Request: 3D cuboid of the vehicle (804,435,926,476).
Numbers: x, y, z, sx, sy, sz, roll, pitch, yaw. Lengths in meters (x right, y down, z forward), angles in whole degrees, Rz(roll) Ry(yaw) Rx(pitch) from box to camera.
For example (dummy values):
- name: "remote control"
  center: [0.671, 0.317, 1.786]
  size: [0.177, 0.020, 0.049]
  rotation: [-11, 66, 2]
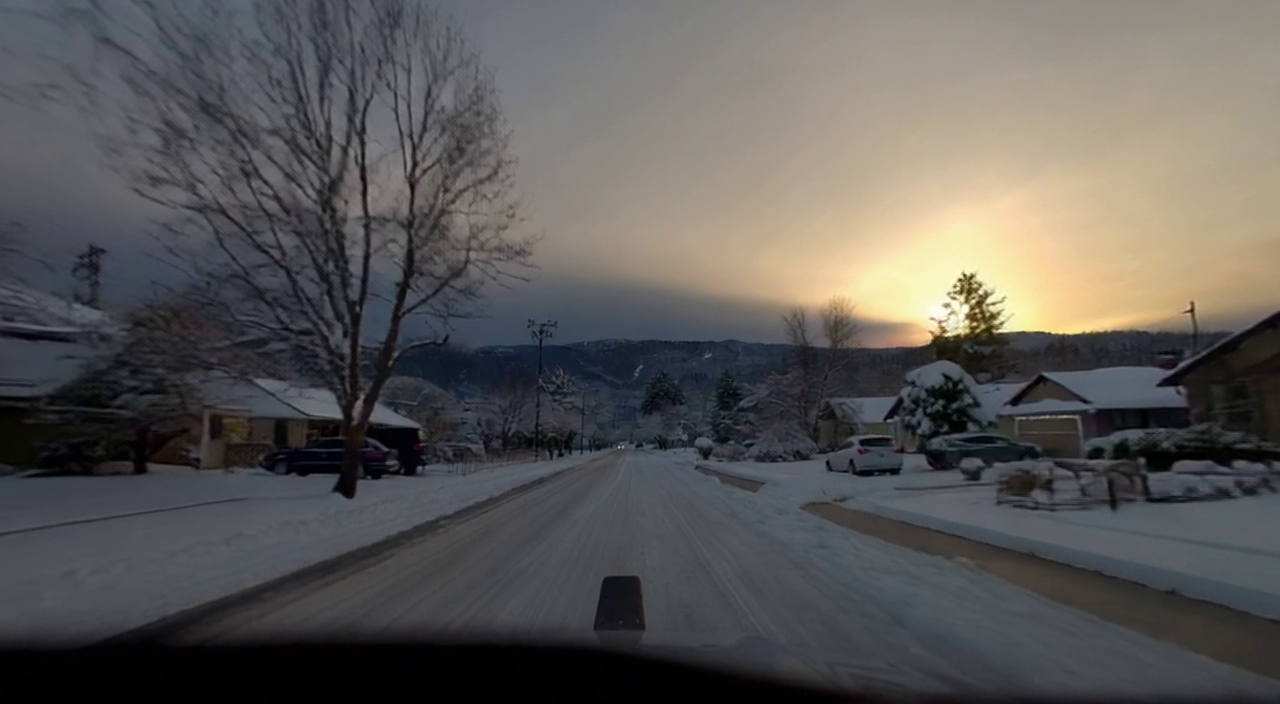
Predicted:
- name: "vehicle"
  center: [9.759, 4.513, 27.705]
  size: [4.582, 1.719, 1.947]
  rotation: [0, -8, -1]

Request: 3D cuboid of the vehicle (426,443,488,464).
- name: "vehicle"
  center: [-13.886, 7.682, 48.091]
  size: [4.190, 1.529, 1.880]
  rotation: [0, -8, -4]

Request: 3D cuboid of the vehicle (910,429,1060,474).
- name: "vehicle"
  center: [15.223, 4.435, 28.126]
  size: [5.395, 1.917, 2.153]
  rotation: [0, -9, -2]

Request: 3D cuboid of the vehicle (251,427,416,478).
- name: "vehicle"
  center: [-12.509, 4.128, 26.098]
  size: [5.618, 1.997, 2.201]
  rotation: [0, -9, -1]
